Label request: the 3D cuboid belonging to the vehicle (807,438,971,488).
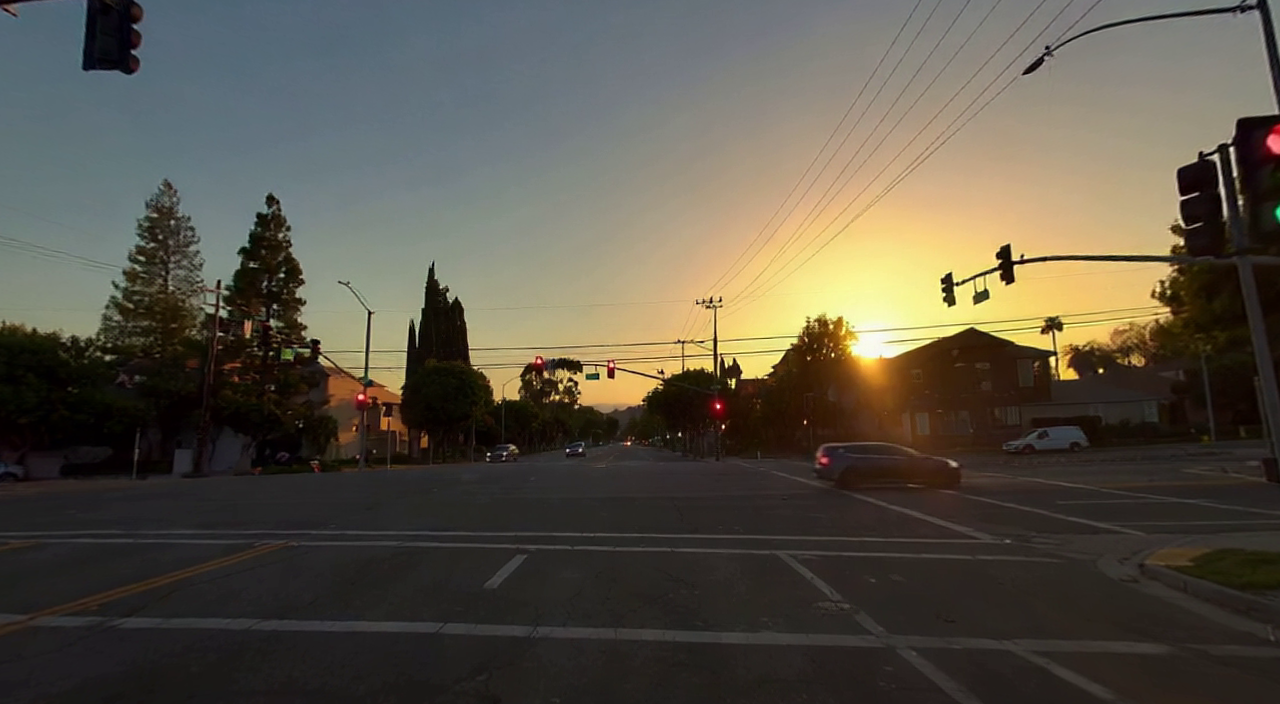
[{"bbox_3d":[8.251,3.724,21.337,4.734,1.585,1.940,-1,-8,5],"label":"vehicle"}]
